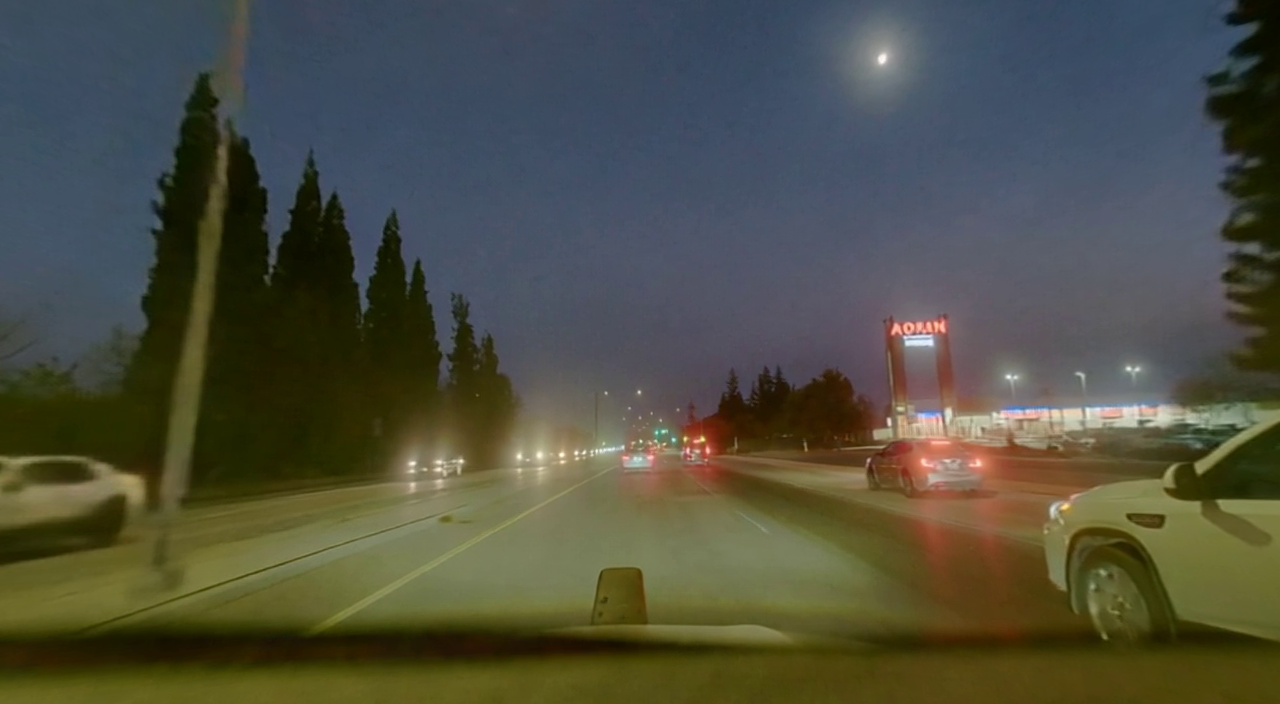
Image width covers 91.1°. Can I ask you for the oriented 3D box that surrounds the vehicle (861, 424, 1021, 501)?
[{"bbox_3d":[7.781,2.907,16.844,2.090,1.768,4.407,0,-9,0],"label":"vehicle"}]

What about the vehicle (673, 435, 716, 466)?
[{"bbox_3d":[3.994,7.335,46.810,2.716,2.131,5.766,0,-9,0],"label":"vehicle"}]

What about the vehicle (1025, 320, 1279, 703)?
[{"bbox_3d":[3.484,0.652,1.635,2.090,1.763,4.560,0,-9,1],"label":"vehicle"}]

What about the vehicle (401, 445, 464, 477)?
[{"bbox_3d":[-11.922,6.285,36.418,2.021,1.712,4.469,0,-9,2],"label":"vehicle"}]

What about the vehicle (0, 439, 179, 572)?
[{"bbox_3d":[-8.764,1.922,8.028,2.082,1.588,4.710,0,-9,1],"label":"vehicle"}]

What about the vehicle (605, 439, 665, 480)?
[{"bbox_3d":[-0.163,4.493,26.479,2.315,1.563,4.080,0,-9,1],"label":"vehicle"}]

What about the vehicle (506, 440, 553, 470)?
[{"bbox_3d":[-7.748,7.266,44.554,2.262,1.920,5.604,0,-9,1],"label":"vehicle"}]
